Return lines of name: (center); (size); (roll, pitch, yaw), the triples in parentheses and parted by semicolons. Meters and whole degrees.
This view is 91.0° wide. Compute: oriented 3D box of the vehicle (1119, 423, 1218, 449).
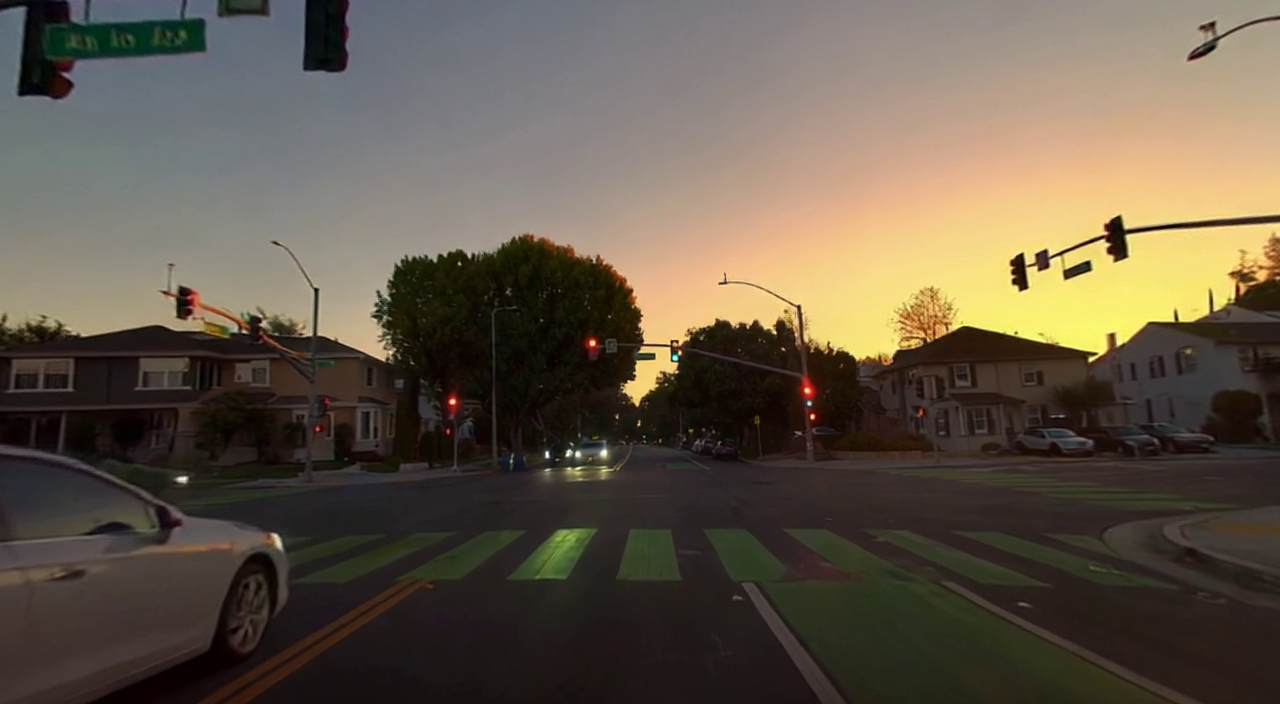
vehicle: (30.317, 4.886, 36.341); (1.837, 1.396, 4.695); (-1, -8, 3)

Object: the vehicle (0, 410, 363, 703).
vehicle: (-3.392, 1.066, 2.997); (1.904, 1.489, 4.746); (0, -8, 1)

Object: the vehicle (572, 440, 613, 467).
vehicle: (-2.787, 6.046, 37.552); (1.982, 1.472, 4.103); (-1, -8, 2)

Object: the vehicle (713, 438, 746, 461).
vehicle: (6.382, 7.036, 45.354); (1.891, 1.584, 3.802); (0, -8, 1)

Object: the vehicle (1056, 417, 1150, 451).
vehicle: (26.518, 4.776, 36.277); (2.033, 1.821, 4.542); (0, -8, 2)

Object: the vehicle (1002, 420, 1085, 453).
vehicle: (23.341, 4.946, 36.636); (1.964, 1.759, 4.583); (-1, -8, 3)

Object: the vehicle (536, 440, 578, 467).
vehicle: (-5.461, 6.787, 42.110); (1.982, 1.686, 4.195); (-1, -8, 4)
